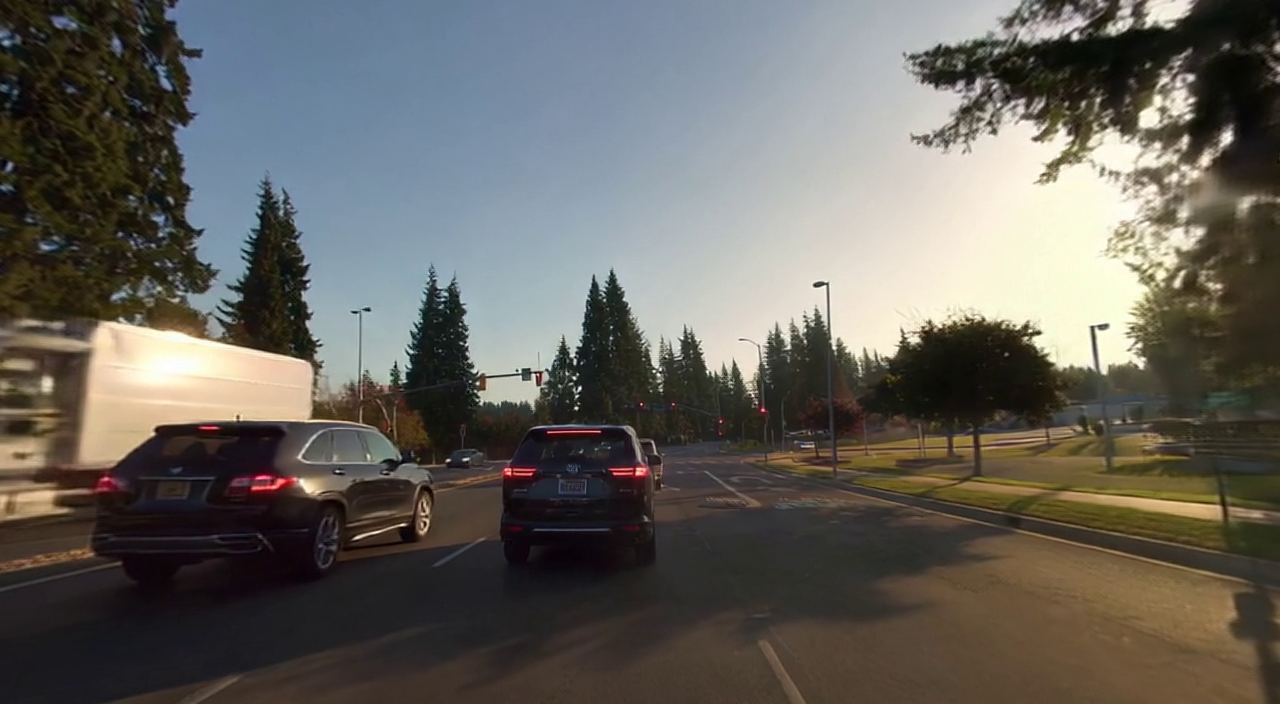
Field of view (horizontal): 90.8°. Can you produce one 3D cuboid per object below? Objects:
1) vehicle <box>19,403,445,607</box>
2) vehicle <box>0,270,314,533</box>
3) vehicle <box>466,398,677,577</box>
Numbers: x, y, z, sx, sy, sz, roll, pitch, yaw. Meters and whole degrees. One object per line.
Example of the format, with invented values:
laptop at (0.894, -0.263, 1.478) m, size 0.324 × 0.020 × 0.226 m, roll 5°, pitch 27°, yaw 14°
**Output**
vehicle at (-4.093, 1.604, 7.537) m, size 2.009 × 1.673 × 4.454 m, roll 0°, pitch -9°, yaw 1°
vehicle at (-11.779, 1.379, 13.989) m, size 3.107 × 4.149 × 11.028 m, roll 0°, pitch -9°, yaw 0°
vehicle at (-0.614, 1.745, 8.977) m, size 2.131 × 1.793 × 5.016 m, roll 0°, pitch -9°, yaw 2°
